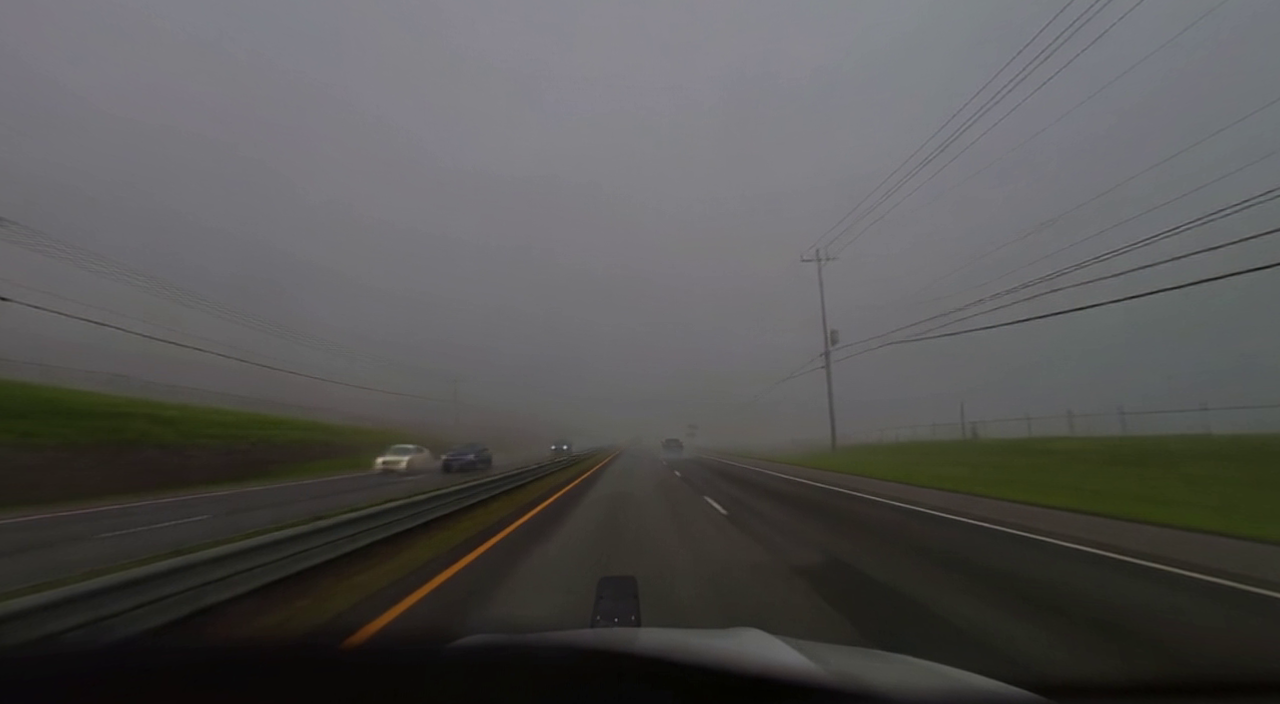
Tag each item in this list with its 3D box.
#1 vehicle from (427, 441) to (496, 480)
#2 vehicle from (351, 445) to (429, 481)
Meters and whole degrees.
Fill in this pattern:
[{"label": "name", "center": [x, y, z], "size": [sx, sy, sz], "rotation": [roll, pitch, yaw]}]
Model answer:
[{"label": "vehicle", "center": [-7.846, 4.783, 28.136], "size": [1.863, 1.592, 4.379], "rotation": [0, -8, -1]}, {"label": "vehicle", "center": [-11.036, 4.897, 28.111], "size": [1.912, 1.468, 4.018], "rotation": [0, -8, -1]}]
